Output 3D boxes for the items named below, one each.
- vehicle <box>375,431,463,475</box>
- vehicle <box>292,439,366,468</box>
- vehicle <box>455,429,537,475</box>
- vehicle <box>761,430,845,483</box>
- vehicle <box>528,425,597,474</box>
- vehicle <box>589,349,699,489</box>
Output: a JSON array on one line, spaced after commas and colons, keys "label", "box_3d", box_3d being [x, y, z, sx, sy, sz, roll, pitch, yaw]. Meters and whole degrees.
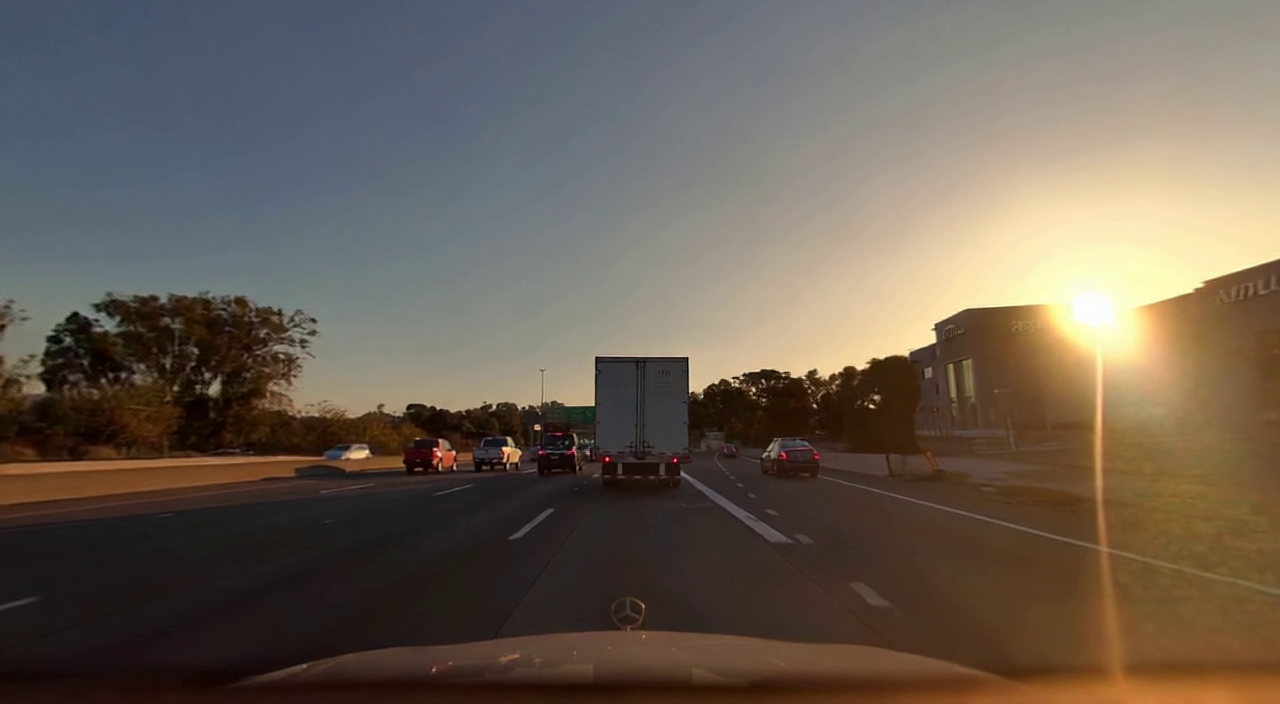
[{"label": "vehicle", "box_3d": [-10.500, 4.870, 30.587, 2.089, 1.885, 5.888, 0, -9, 0]}, {"label": "vehicle", "box_3d": [-17.498, 5.731, 35.689, 1.944, 1.488, 4.297, 0, -9, 0]}, {"label": "vehicle", "box_3d": [-6.824, 4.832, 30.653, 2.479, 1.978, 5.952, 0, -9, 1]}, {"label": "vehicle", "box_3d": [6.140, 4.008, 24.403, 2.137, 1.796, 4.817, 0, -9, 3]}, {"label": "vehicle", "box_3d": [-3.470, 4.579, 29.665, 2.379, 2.075, 6.169, 0, -9, 1]}, {"label": "vehicle", "box_3d": [0.024, 2.552, 22.107, 2.941, 3.794, 9.851, 0, -9, -1]}]
